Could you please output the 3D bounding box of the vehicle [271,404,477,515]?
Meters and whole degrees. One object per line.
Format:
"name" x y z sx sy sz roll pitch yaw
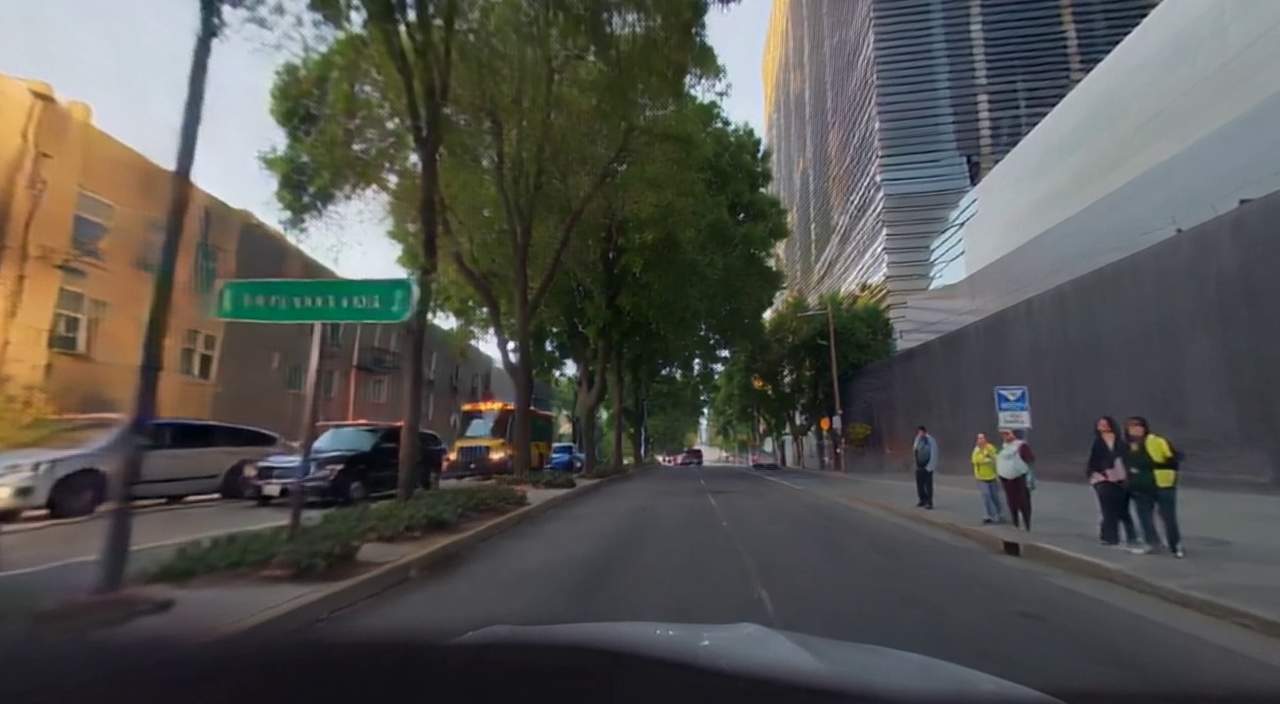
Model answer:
"vehicle" -5.092 2.167 12.987 1.988 1.855 4.599 -1 -9 4

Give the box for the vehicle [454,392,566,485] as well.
"vehicle" -4.133 2.971 21.368 2.268 2.708 5.699 -1 -9 4

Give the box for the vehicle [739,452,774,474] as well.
"vehicle" 8.507 8.116 46.376 1.888 1.536 4.381 -1 -9 2

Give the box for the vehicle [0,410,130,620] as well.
"vehicle" -5.583 0.975 3.262 1.826 1.488 4.628 -1 -9 4

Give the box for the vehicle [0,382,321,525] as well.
"vehicle" -7.924 1.962 10.871 2.109 1.819 4.615 2 -15 4
